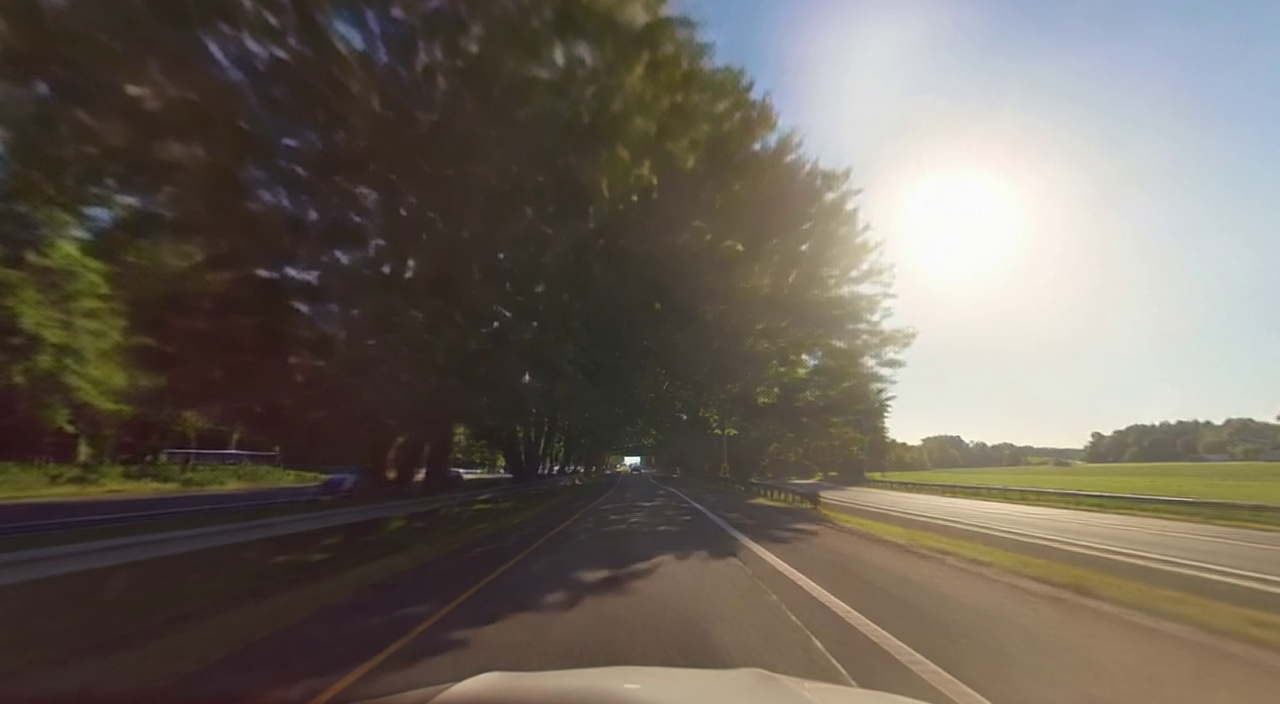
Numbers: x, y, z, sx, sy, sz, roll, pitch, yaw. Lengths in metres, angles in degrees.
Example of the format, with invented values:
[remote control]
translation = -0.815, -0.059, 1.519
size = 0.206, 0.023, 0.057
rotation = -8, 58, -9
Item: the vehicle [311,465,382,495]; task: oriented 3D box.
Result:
[vehicle]
translation = -15.523, 6.799, 33.534
size = 1.810, 1.456, 3.959
rotation = 1, -10, 1
